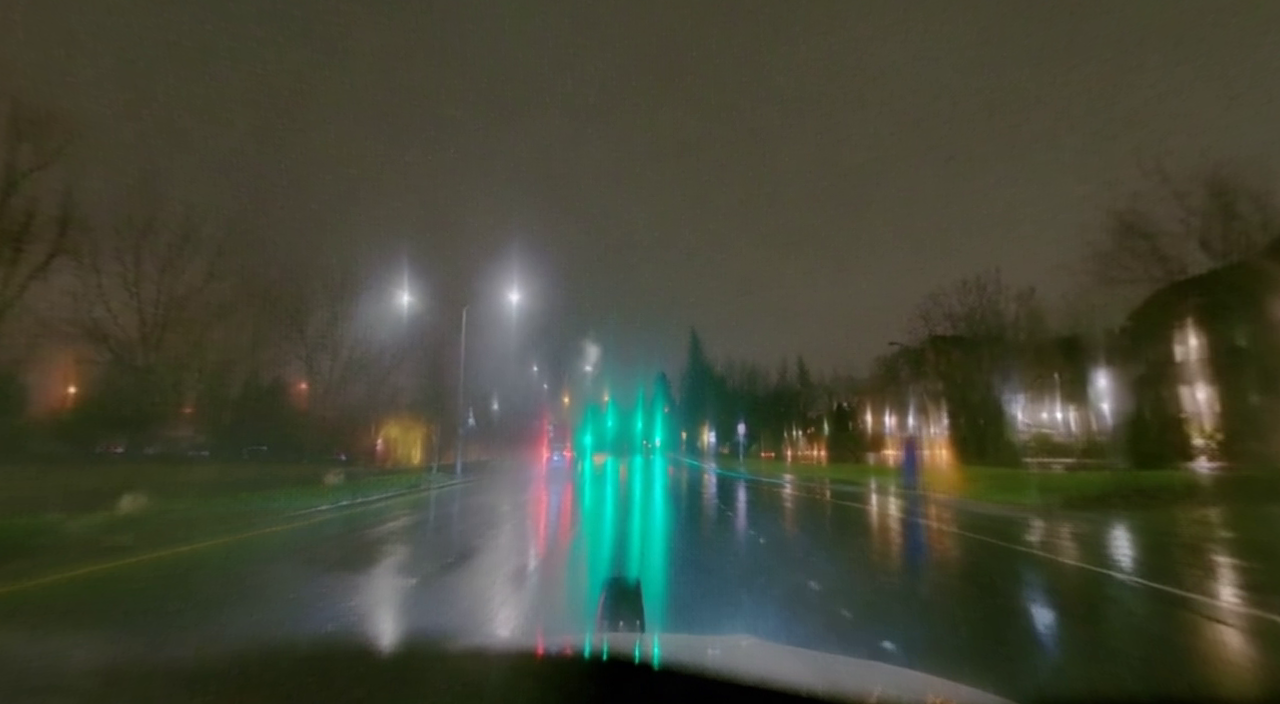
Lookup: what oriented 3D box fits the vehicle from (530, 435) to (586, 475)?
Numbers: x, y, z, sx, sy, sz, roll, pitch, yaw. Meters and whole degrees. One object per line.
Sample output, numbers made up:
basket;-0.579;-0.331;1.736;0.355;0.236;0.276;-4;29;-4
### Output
vehicle;-3.742;4.794;29.641;1.993;1.733;4.262;0;-8;1
